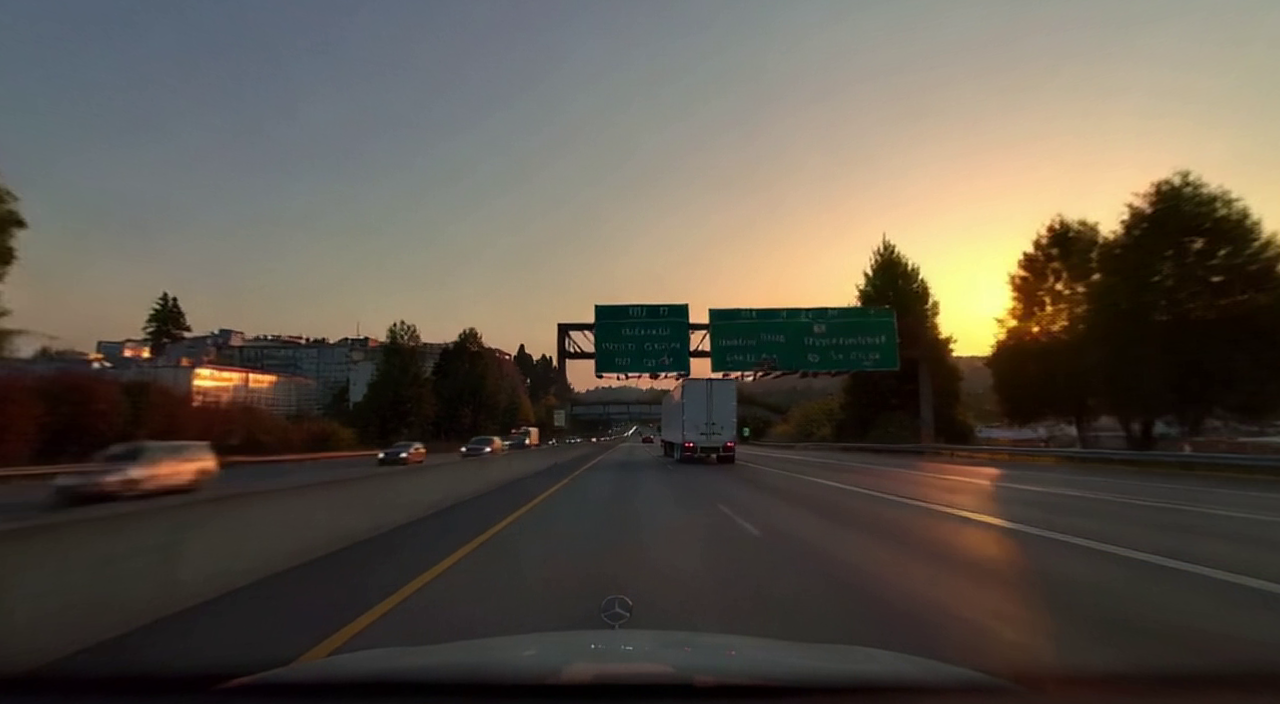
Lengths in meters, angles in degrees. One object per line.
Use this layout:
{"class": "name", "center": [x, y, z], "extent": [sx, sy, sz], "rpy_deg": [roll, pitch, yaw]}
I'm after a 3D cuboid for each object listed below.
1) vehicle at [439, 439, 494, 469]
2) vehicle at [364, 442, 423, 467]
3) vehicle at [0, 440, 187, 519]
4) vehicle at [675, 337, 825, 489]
{"class": "vehicle", "center": [-9.168, 5.394, 33.664], "extent": [1.847, 1.456, 3.890], "rpy_deg": [0, -8, 0]}
{"class": "vehicle", "center": [-16.071, 6.690, 41.404], "extent": [1.965, 1.489, 4.918], "rpy_deg": [0, -8, -1]}
{"class": "vehicle", "center": [-13.241, 2.898, 14.973], "extent": [1.896, 1.577, 4.074], "rpy_deg": [0, -8, 0]}
{"class": "vehicle", "center": [3.241, 2.472, 23.282], "extent": [2.954, 3.995, 13.335], "rpy_deg": [0, -8, -1]}
